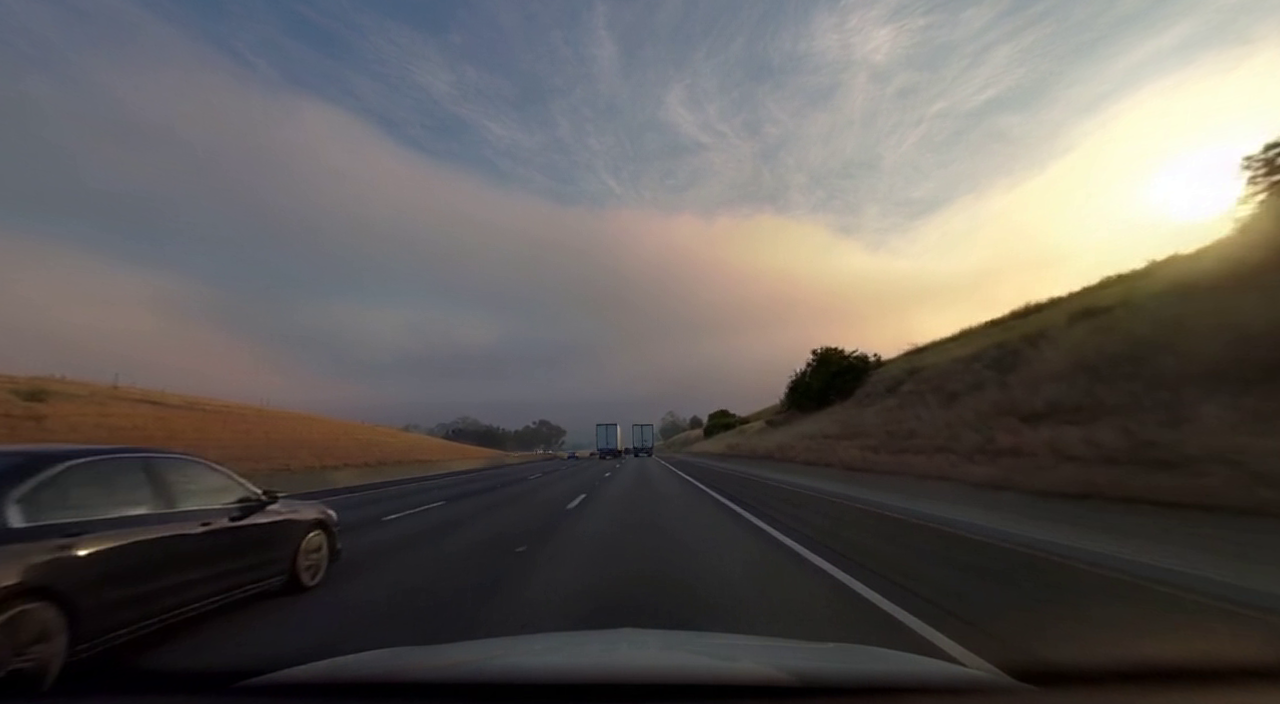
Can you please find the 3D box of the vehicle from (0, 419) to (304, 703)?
[{"bbox_3d":[-4.238,1.213,3.803,1.992,1.535,4.406,0,-9,0],"label":"vehicle"}]
